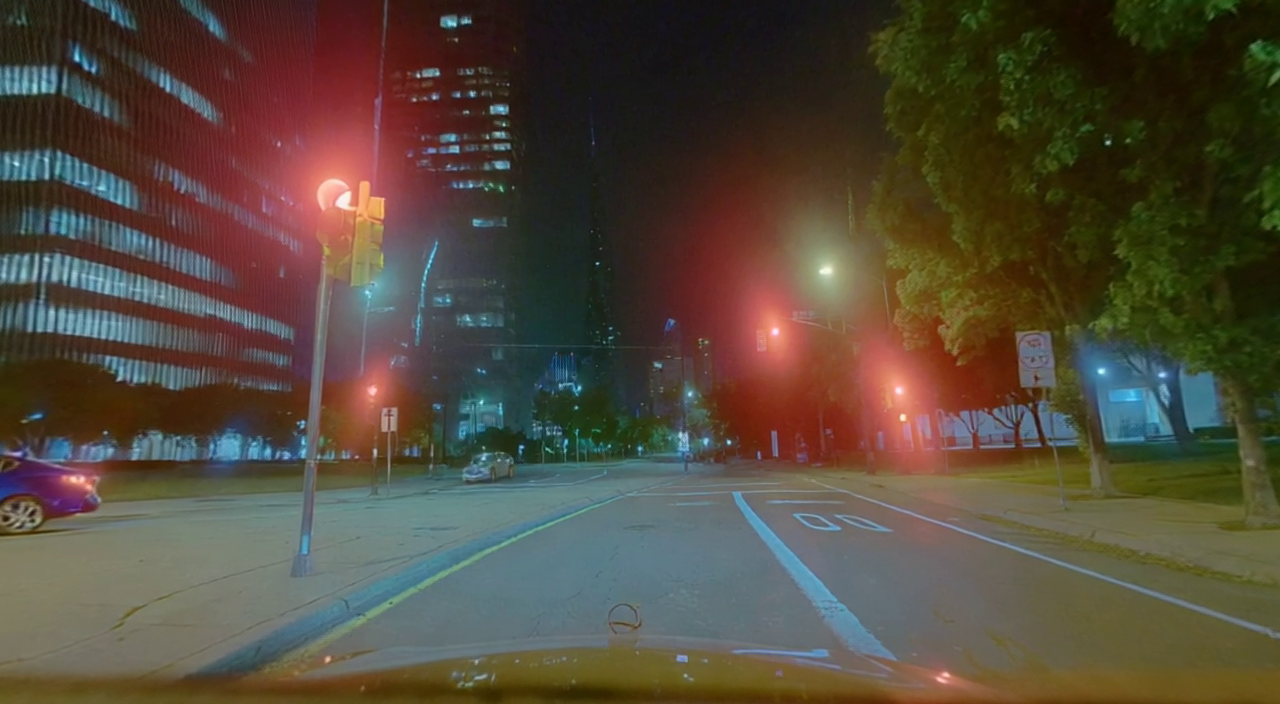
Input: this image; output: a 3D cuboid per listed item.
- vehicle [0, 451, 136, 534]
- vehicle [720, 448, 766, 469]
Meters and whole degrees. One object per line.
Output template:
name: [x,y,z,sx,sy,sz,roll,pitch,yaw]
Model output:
vehicle: [-12.856,2.712,12.270,4.598,1.490,1.816,7,-11,-40]
vehicle: [7.856,8.118,48.418,1.829,1.440,4.384,2,-9,-14]
